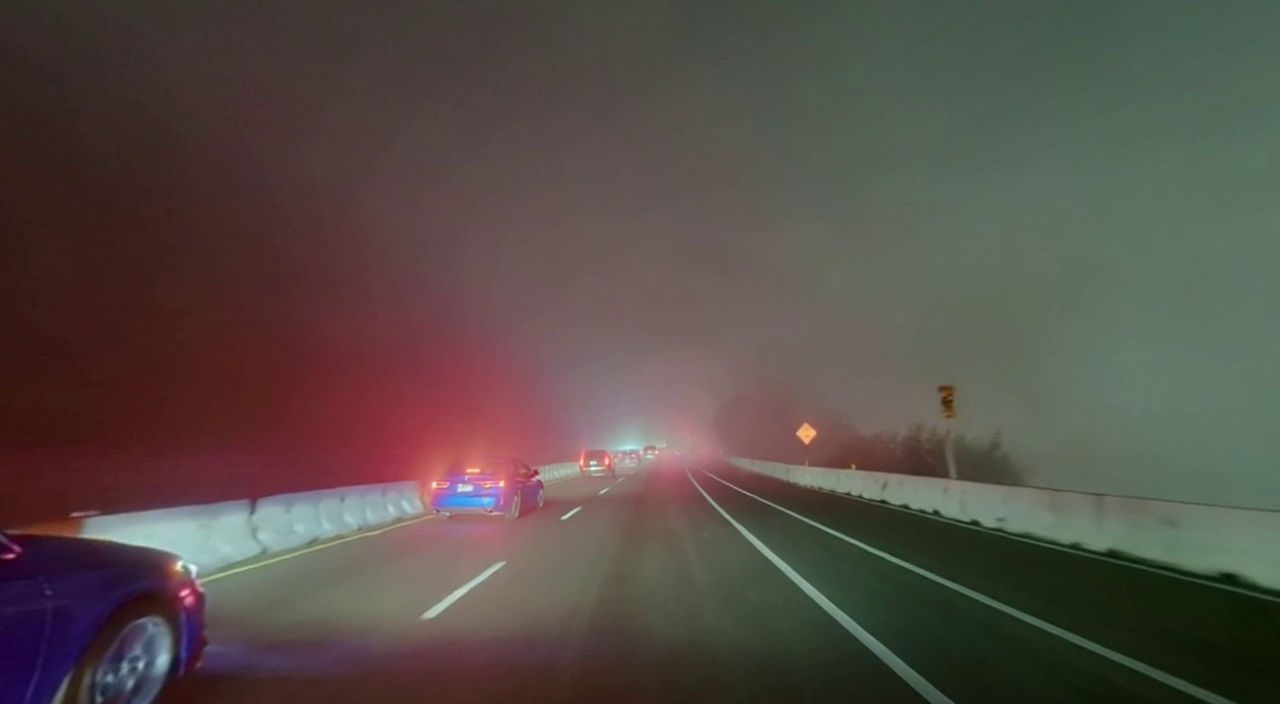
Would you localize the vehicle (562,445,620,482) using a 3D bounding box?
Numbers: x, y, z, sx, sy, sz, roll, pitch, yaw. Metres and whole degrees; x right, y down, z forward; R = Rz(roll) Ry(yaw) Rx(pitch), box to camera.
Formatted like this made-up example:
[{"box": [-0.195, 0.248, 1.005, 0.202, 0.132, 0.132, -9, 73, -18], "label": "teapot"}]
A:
[{"box": [-2.042, 4.821, 27.529, 2.094, 1.480, 4.124, 0, -9, 2], "label": "vehicle"}]

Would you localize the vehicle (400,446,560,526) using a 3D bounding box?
[{"box": [-2.970, 2.577, 12.669, 2.061, 1.330, 3.928, 0, -9, 2], "label": "vehicle"}]
